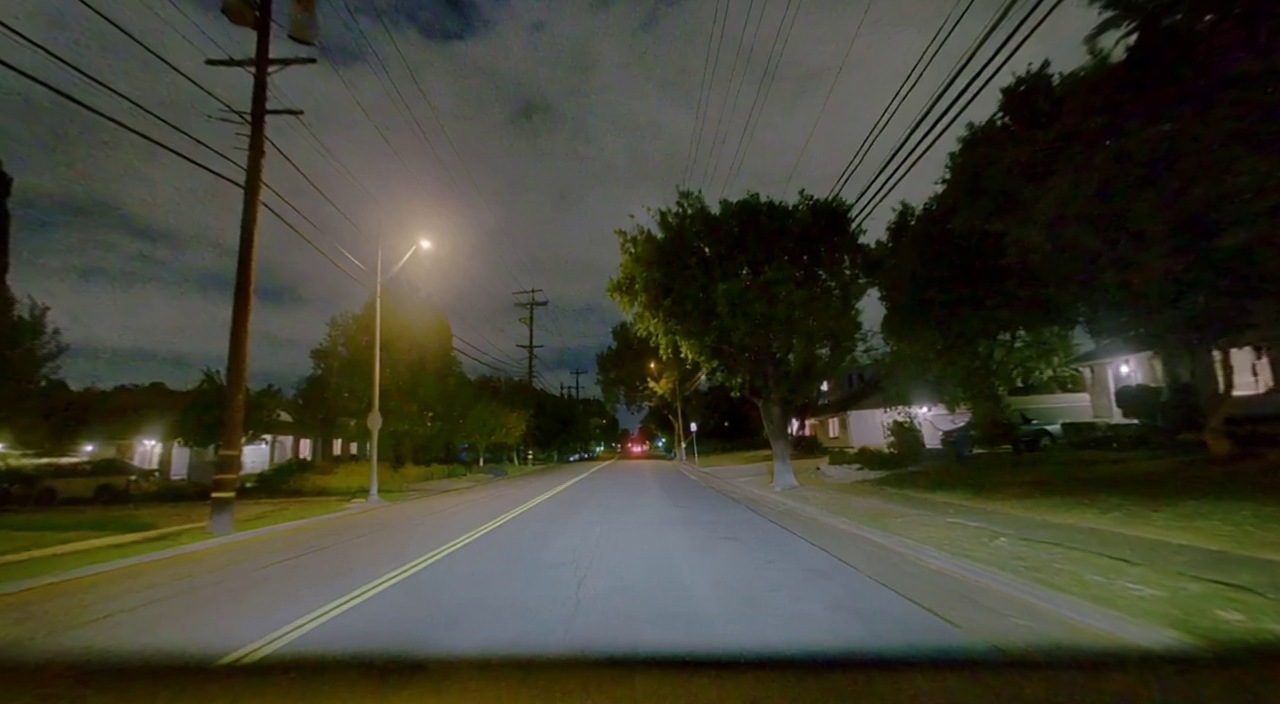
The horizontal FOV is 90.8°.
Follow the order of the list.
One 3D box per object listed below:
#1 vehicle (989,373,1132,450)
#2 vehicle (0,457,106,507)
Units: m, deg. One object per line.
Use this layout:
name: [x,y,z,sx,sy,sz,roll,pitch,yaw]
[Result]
vehicle: [21.240,3.257,32.540,2.918,3.393,7.033,-3,-9,7]
vehicle: [-25.735,5.613,27.449,3.243,2.006,1.893,0,-8,3]
